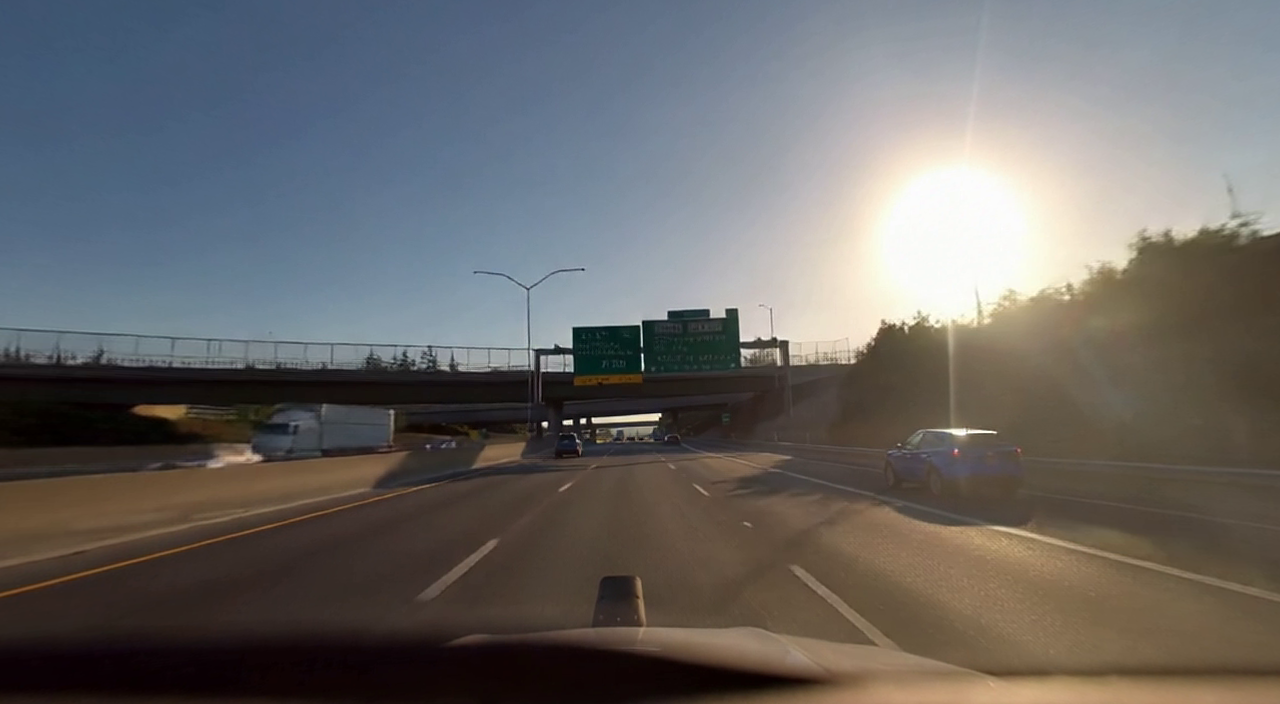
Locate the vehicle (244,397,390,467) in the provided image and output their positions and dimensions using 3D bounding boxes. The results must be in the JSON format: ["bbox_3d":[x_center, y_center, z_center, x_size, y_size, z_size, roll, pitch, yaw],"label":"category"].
[{"bbox_3d":[-21.556,5.608,43.599,2.899,4.010,14.107,-1,-8,-1],"label":"vehicle"}]

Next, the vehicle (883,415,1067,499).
[{"bbox_3d":[7.376,2.334,14.380,1.956,1.634,3.935,0,-8,-1],"label":"vehicle"}]

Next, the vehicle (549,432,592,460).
[{"bbox_3d":[-3.902,5.350,35.878,2.032,1.465,4.316,0,-8,-1],"label":"vehicle"}]
